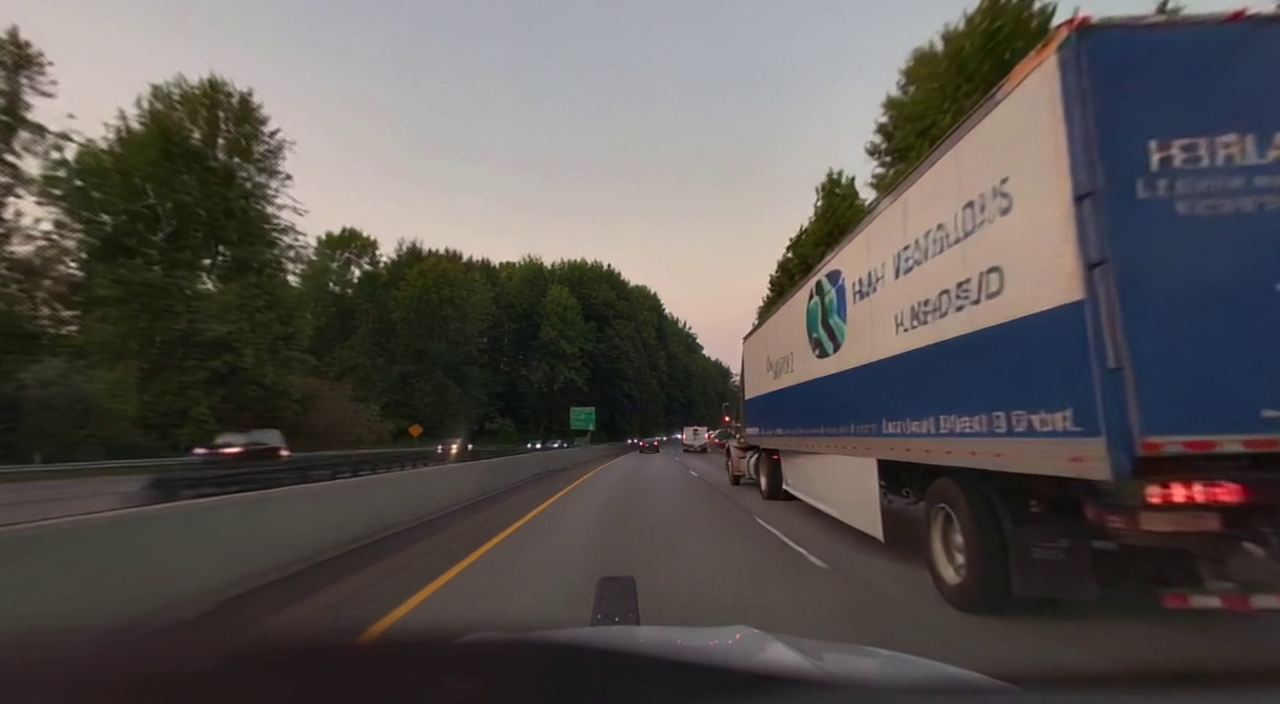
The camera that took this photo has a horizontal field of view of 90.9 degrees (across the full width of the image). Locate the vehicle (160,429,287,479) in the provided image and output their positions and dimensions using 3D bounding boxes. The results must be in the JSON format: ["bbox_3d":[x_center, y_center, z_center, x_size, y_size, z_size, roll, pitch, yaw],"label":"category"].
[{"bbox_3d":[-18.231,4.456,27.950,2.129,1.997,4.953,0,-8,1],"label":"vehicle"}]

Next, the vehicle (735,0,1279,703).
[{"bbox_3d":[4.235,0.537,9.159,3.171,4.072,13.784,0,-8,-2],"label":"vehicle"}]
